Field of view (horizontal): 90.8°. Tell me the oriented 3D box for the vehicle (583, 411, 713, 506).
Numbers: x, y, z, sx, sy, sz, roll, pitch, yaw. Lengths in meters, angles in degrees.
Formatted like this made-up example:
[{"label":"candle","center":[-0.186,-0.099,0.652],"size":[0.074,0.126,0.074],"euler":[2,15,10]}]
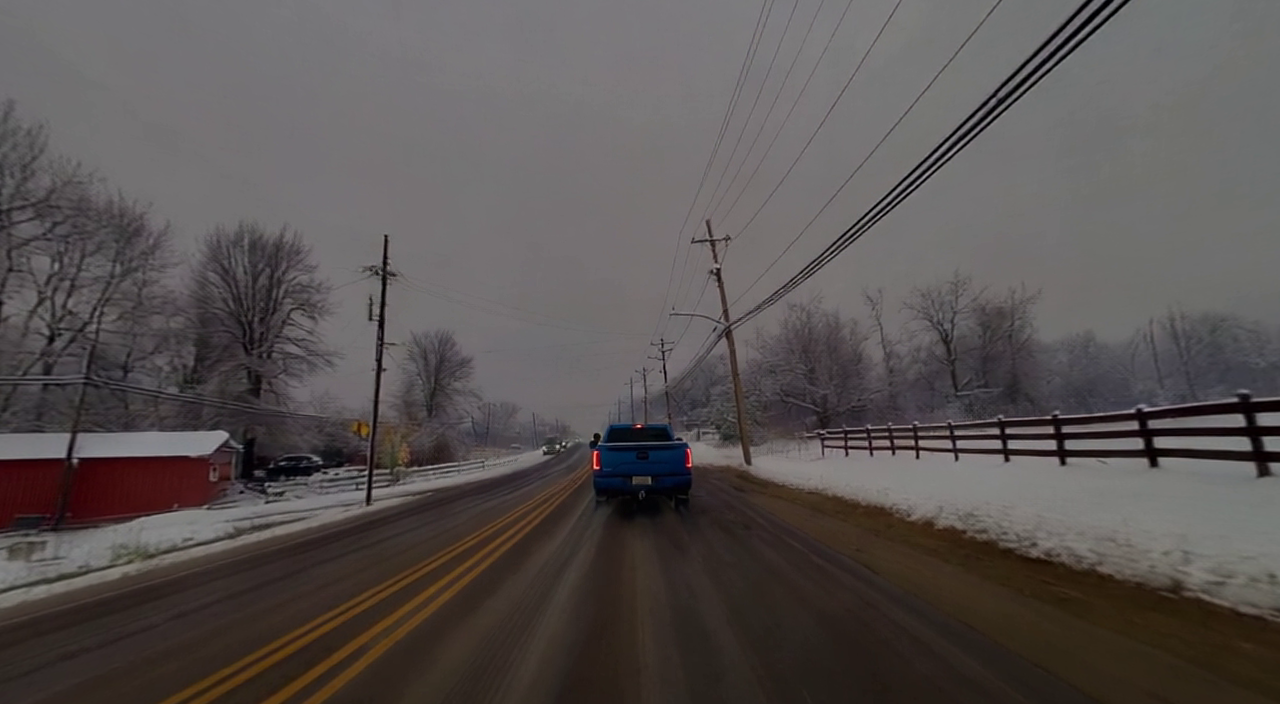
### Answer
[{"label":"vehicle","center":[0.040,2.674,16.330],"size":[2.693,1.941,6.356],"euler":[0,-9,-2]}]
